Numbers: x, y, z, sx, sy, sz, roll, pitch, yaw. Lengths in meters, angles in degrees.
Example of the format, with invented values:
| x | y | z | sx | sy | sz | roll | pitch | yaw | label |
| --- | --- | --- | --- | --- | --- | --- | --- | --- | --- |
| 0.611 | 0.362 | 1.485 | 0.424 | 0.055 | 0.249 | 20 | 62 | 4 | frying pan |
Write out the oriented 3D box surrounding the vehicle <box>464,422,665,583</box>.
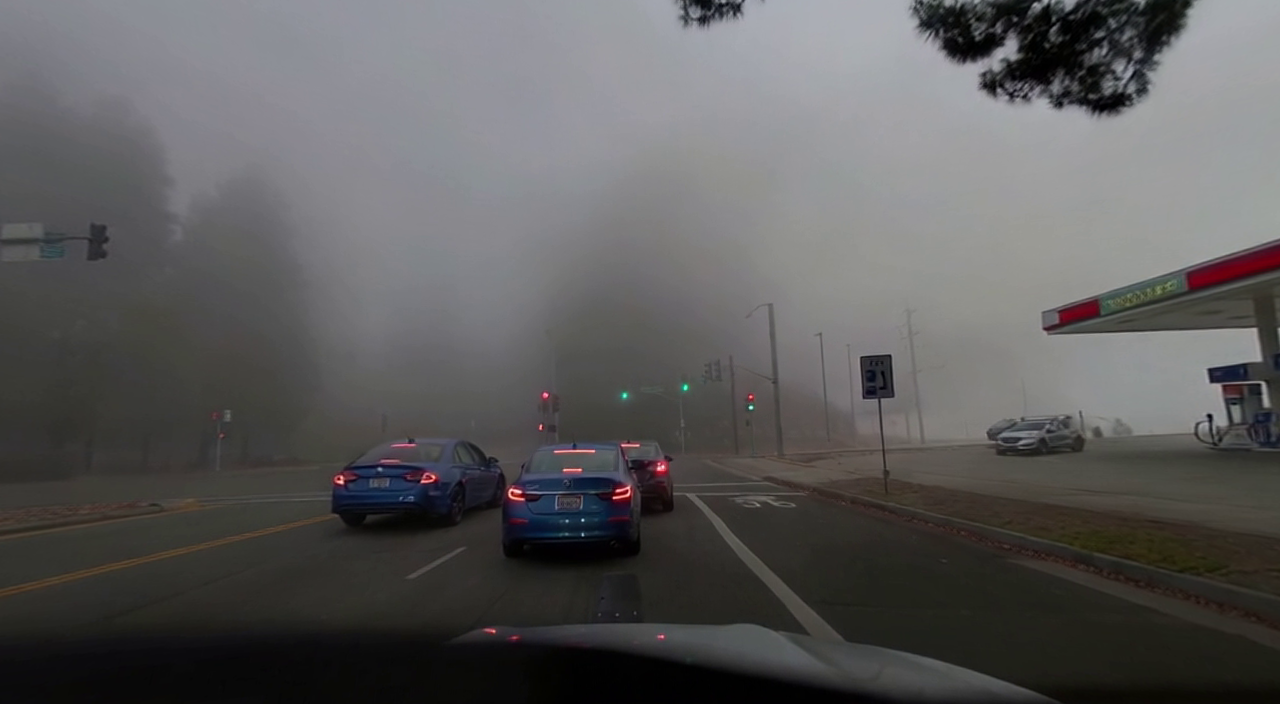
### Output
| x | y | z | sx | sy | sz | roll | pitch | yaw | label |
| --- | --- | --- | --- | --- | --- | --- | --- | --- | --- |
| -0.648 | 1.761 | 8.299 | 1.916 | 1.510 | 4.447 | 0 | -8 | 2 | vehicle |

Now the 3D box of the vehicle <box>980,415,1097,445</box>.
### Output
| x | y | z | sx | sy | sz | roll | pitch | yaw | label |
| --- | --- | --- | --- | --- | --- | --- | --- | --- | --- |
| 21.273 | 4.198 | 33.868 | 4.874 | 1.502 | 2.048 | 0 | -9 | -1 | vehicle |

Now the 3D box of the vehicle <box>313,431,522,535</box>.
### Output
| x | y | z | sx | sy | sz | roll | pitch | yaw | label |
| --- | --- | --- | --- | --- | --- | --- | --- | --- | --- |
| -3.733 | 2.292 | 11.731 | 1.995 | 1.506 | 4.773 | 0 | -8 | 2 | vehicle |
